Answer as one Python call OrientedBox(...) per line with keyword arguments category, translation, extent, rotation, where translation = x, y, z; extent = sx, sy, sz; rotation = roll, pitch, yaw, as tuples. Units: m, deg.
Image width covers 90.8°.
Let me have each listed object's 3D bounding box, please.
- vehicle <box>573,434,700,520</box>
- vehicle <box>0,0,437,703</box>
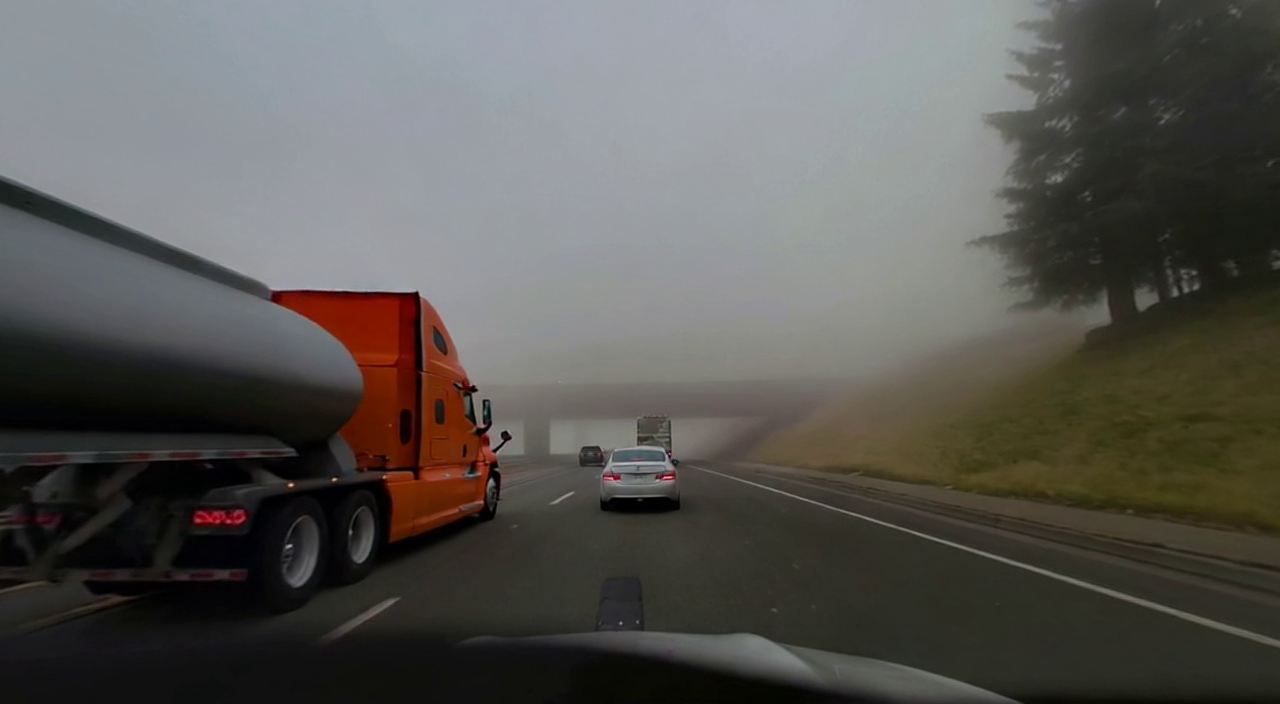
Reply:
OrientedBox(category="vehicle", translation=(-0.074, 2.530, 13.273), extent=(2.215, 1.481, 4.246), rotation=(0, -9, 0))
OrientedBox(category="vehicle", translation=(-4.217, -0.260, 0.980), extent=(2.896, 3.563, 14.643), rotation=(0, -9, 0))
